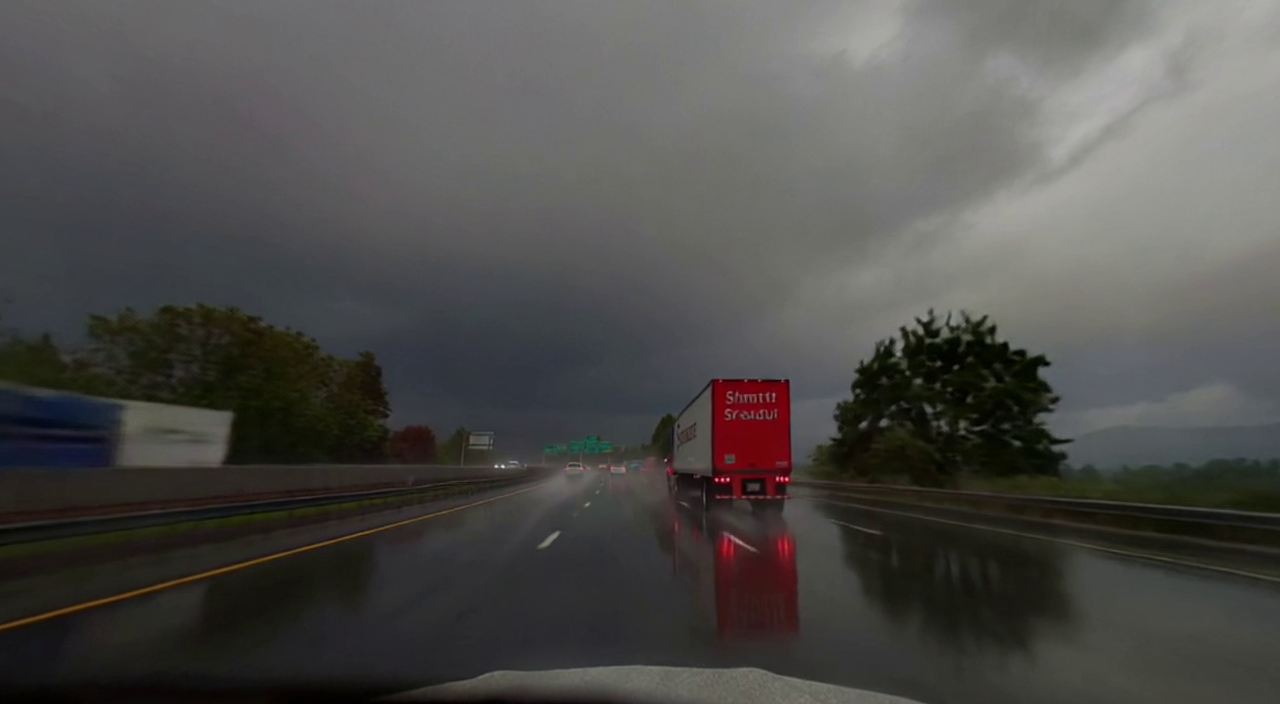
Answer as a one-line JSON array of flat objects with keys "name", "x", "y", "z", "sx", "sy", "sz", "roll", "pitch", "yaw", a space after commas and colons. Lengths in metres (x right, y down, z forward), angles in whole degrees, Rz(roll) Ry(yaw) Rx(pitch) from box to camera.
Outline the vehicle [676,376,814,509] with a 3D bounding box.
[{"name": "vehicle", "x": 3.833, "y": 4.204, "z": 27.603, "sx": 2.992, "sy": 4.300, "sz": 13.967, "roll": 1, "pitch": -10, "yaw": -3}]

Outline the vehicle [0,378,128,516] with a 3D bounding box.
[{"name": "vehicle", "x": -12.685, "y": 1.612, "z": 10.837, "sx": 2.371, "sy": 2.442, "sz": 6.351, "roll": 1, "pitch": -10, "yaw": -1}]
